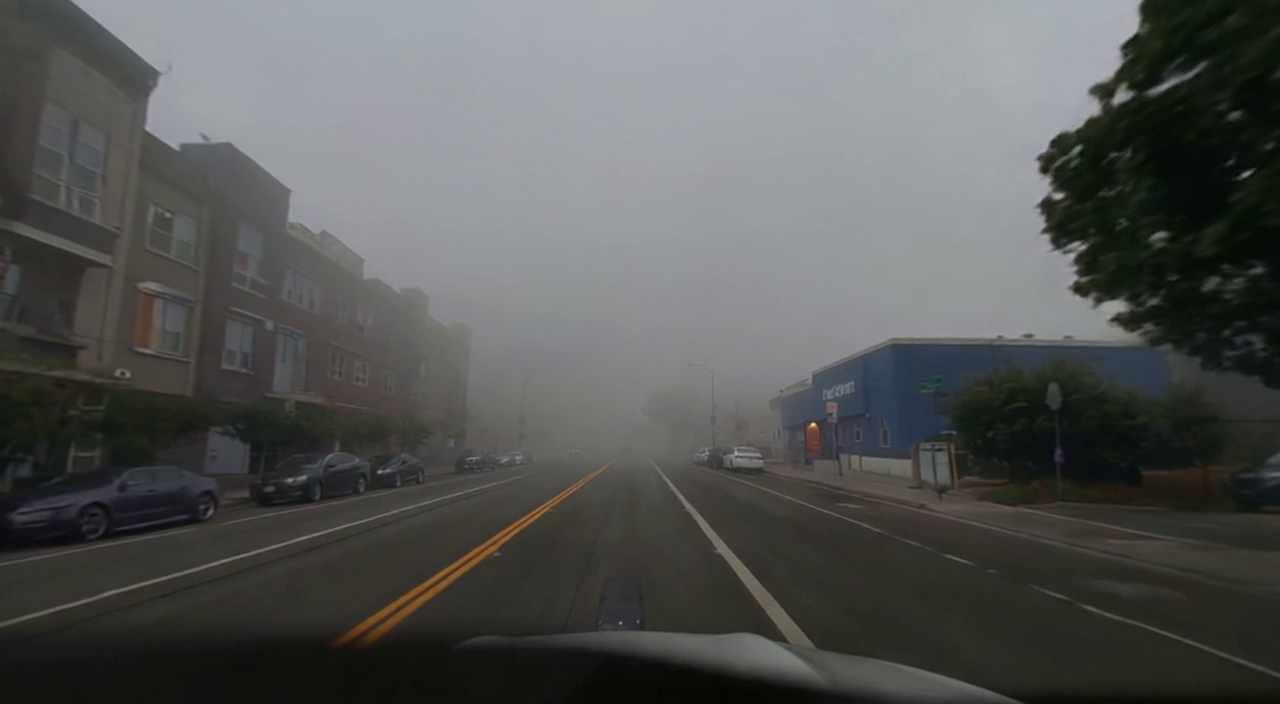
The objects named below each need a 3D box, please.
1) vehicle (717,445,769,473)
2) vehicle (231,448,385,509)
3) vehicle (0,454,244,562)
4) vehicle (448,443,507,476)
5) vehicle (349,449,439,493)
[{"bbox_3d":[5.946,6.221,36.939,2.038,1.482,4.994,0,-8,-2],"label":"vehicle"},{"bbox_3d":[-10.157,3.871,19.959,1.995,1.564,5.321,0,-8,0],"label":"vehicle"},{"bbox_3d":[-10.051,2.698,11.808,2.010,1.476,4.871,-1,-8,2],"label":"vehicle"},{"bbox_3d":[-10.071,6.688,39.692,2.228,1.863,5.407,0,-8,1],"label":"vehicle"},{"bbox_3d":[-9.723,4.703,25.398,2.021,1.482,4.601,0,-8,-3],"label":"vehicle"}]
